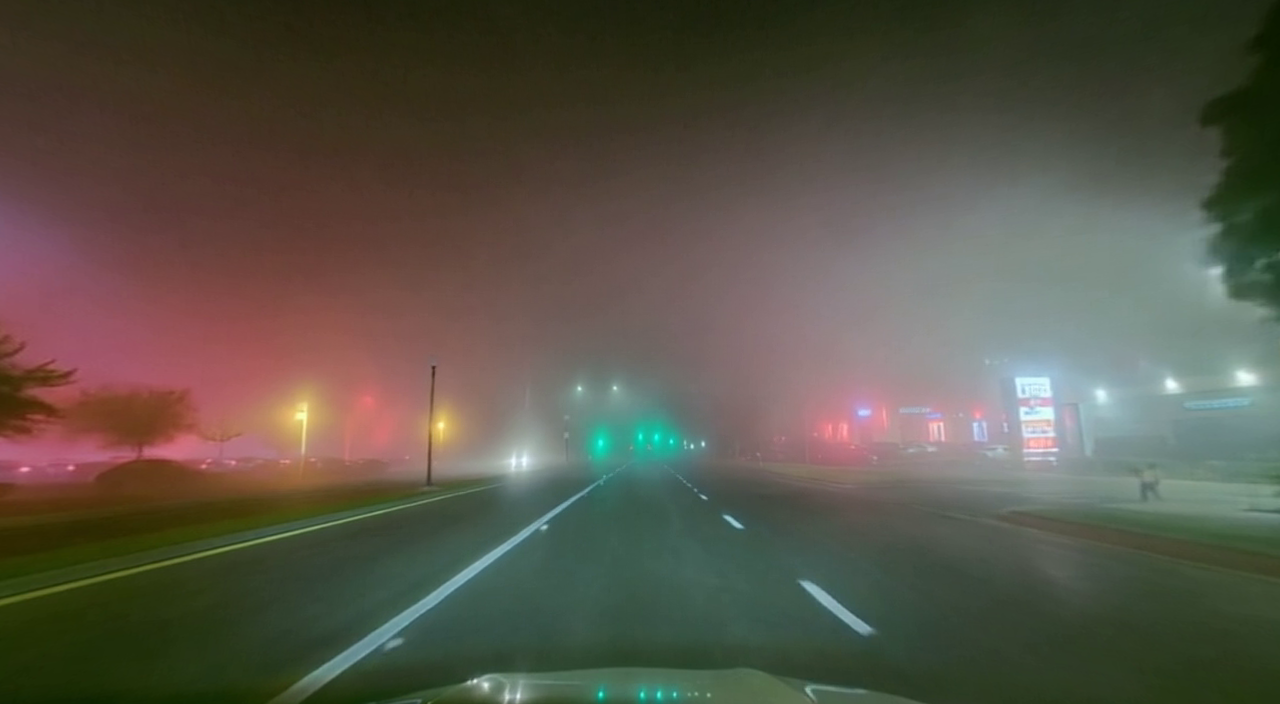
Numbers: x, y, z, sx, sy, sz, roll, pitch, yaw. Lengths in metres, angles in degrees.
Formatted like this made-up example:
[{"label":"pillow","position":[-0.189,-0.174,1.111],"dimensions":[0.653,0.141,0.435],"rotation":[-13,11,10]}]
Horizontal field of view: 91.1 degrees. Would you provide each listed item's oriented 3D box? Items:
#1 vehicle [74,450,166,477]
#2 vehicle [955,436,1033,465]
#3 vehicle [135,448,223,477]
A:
[{"label":"vehicle","position":[-40.477,8.675,49.083],"dimensions":[2.266,1.915,5.560],"rotation":[0,-9,3]},{"label":"vehicle","position":[26.973,7.534,47.986],"dimensions":[4.569,1.929,2.084],"rotation":[-2,-10,-2]},{"label":"vehicle","position":[-35.769,8.548,48.948],"dimensions":[2.471,2.129,5.492],"rotation":[0,-9,3]}]
